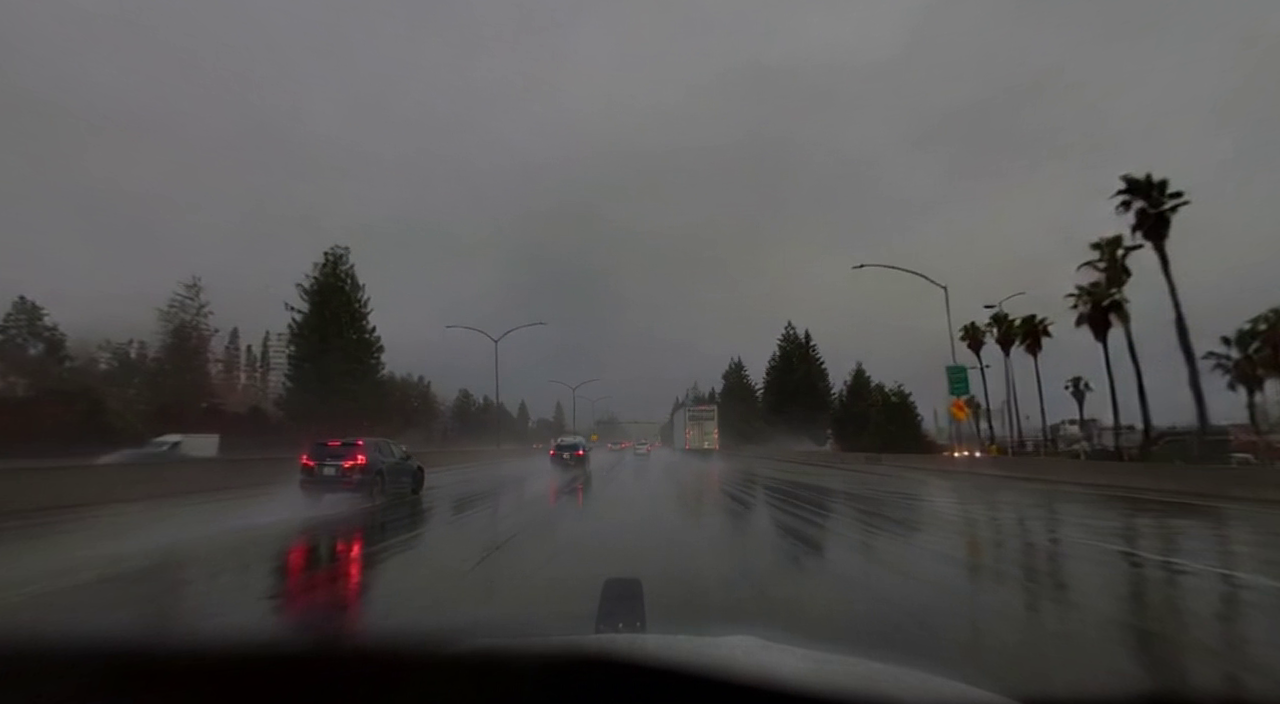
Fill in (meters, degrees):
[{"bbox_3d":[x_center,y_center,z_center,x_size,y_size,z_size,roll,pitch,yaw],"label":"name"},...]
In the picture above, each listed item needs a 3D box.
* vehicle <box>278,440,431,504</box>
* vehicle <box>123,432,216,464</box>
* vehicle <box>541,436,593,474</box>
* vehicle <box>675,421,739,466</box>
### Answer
[{"bbox_3d":[-7.455,3.163,17.034,2.050,1.487,4.372,0,-9,0],"label":"vehicle"},{"bbox_3d":[-35.778,7.356,48.146,2.513,2.308,5.702,0,-9,2],"label":"vehicle"},{"bbox_3d":[-3.488,5.034,30.909,2.017,1.683,4.094,0,-9,0],"label":"vehicle"},{"bbox_3d":[4.278,6.447,44.048,2.891,2.596,15.534,0,-9,0],"label":"vehicle"}]
